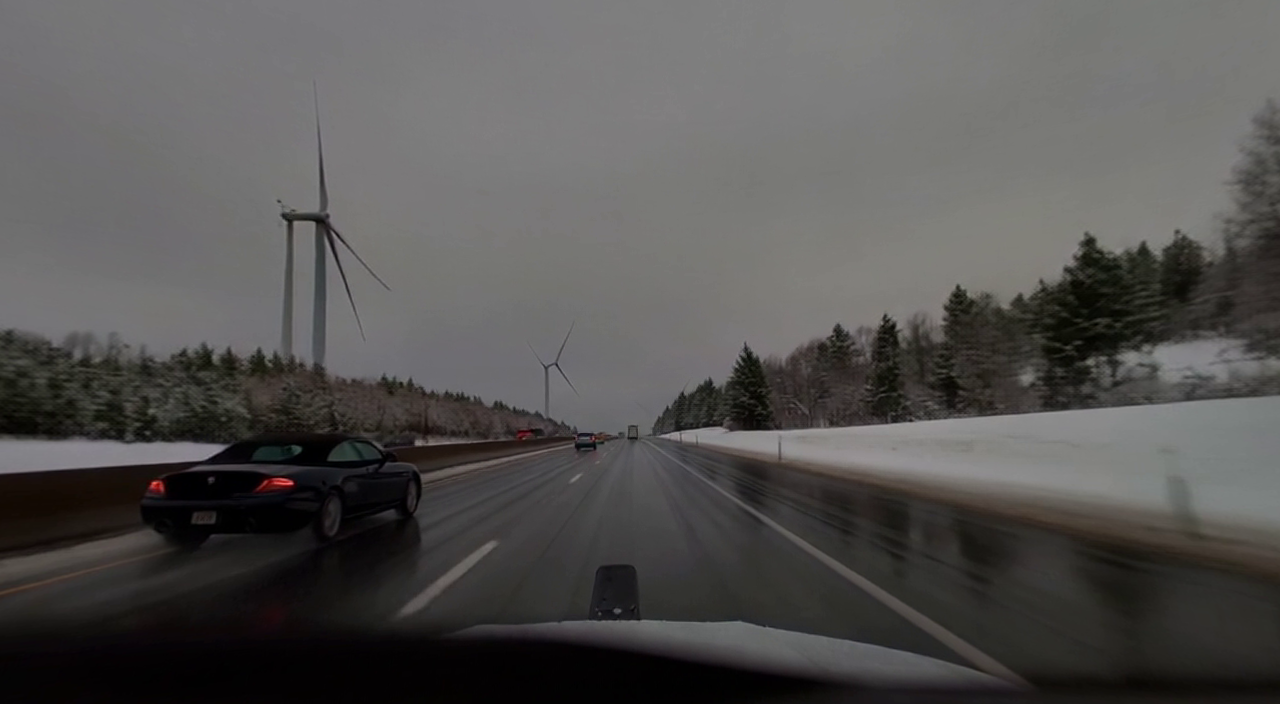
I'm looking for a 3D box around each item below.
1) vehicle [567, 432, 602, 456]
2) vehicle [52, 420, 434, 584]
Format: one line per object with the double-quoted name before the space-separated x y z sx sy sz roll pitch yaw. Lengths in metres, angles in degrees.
"vehicle" -3.621 6.058 41.542 2.024 1.456 3.754 0 -8 -1
"vehicle" -4.158 1.597 7.648 1.969 1.413 4.194 0 -8 -1
